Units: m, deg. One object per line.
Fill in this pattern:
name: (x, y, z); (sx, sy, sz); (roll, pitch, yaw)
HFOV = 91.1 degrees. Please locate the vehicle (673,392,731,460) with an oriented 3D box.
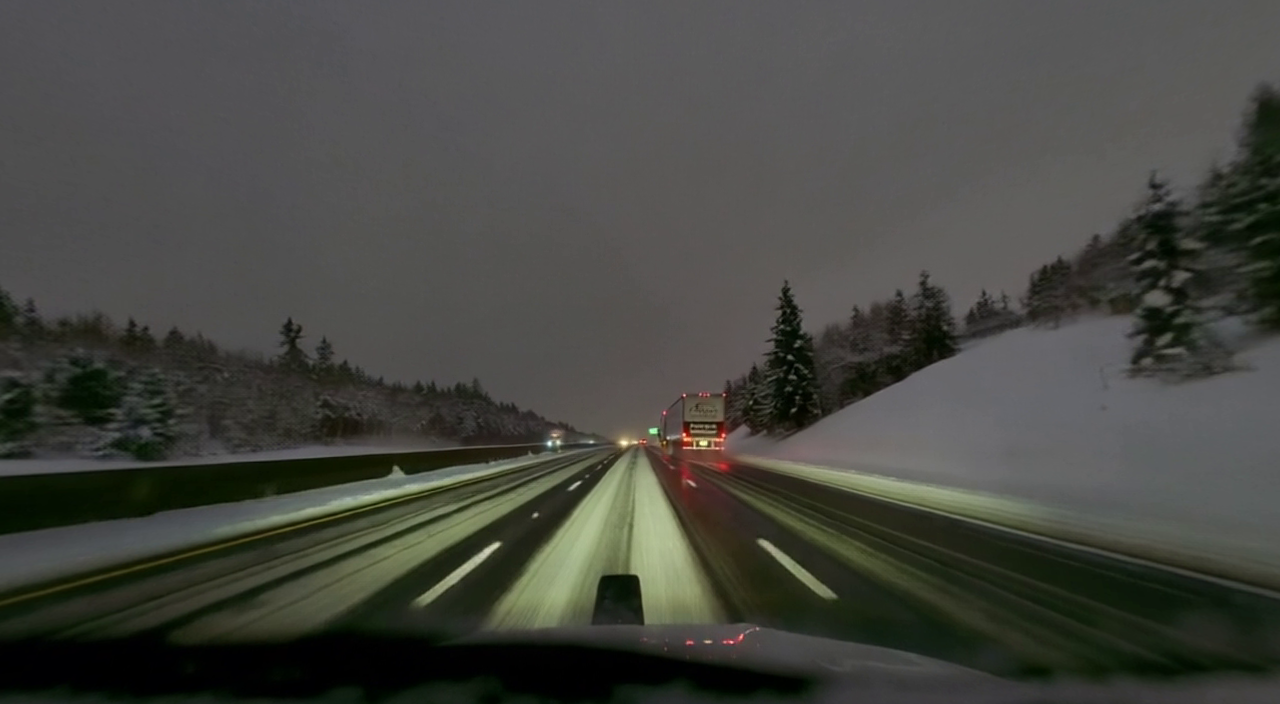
vehicle: (3.844, 4.986, 41.402); (2.840, 3.947, 8.920); (0, -8, 0)
